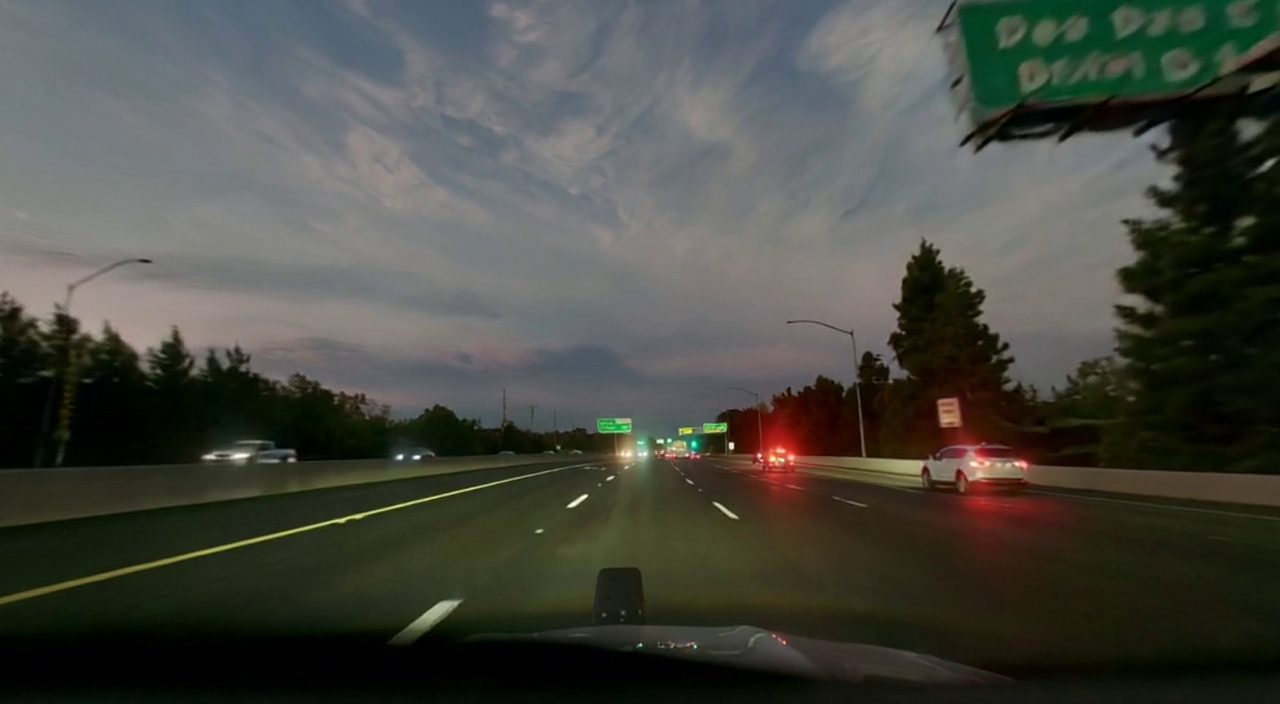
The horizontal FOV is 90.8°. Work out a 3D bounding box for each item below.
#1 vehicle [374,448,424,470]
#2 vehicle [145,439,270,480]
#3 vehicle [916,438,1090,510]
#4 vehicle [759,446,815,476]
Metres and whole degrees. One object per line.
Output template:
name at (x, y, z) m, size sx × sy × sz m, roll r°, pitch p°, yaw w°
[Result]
vehicle at (-18.206, 8.077, 47.934) m, size 1.883 × 1.612 × 4.388 m, roll 0°, pitch -9°, yaw 3°
vehicle at (-22.138, 5.524, 32.730) m, size 2.170 × 1.907 × 5.847 m, roll 0°, pitch -9°, yaw 2°
vehicle at (9.444, 3.180, 16.997) m, size 2.090 × 1.643 × 4.513 m, roll 0°, pitch -9°, yaw 2°
vehicle at (7.803, 5.820, 34.023) m, size 1.861 × 1.500 × 4.860 m, roll 0°, pitch -9°, yaw 0°
